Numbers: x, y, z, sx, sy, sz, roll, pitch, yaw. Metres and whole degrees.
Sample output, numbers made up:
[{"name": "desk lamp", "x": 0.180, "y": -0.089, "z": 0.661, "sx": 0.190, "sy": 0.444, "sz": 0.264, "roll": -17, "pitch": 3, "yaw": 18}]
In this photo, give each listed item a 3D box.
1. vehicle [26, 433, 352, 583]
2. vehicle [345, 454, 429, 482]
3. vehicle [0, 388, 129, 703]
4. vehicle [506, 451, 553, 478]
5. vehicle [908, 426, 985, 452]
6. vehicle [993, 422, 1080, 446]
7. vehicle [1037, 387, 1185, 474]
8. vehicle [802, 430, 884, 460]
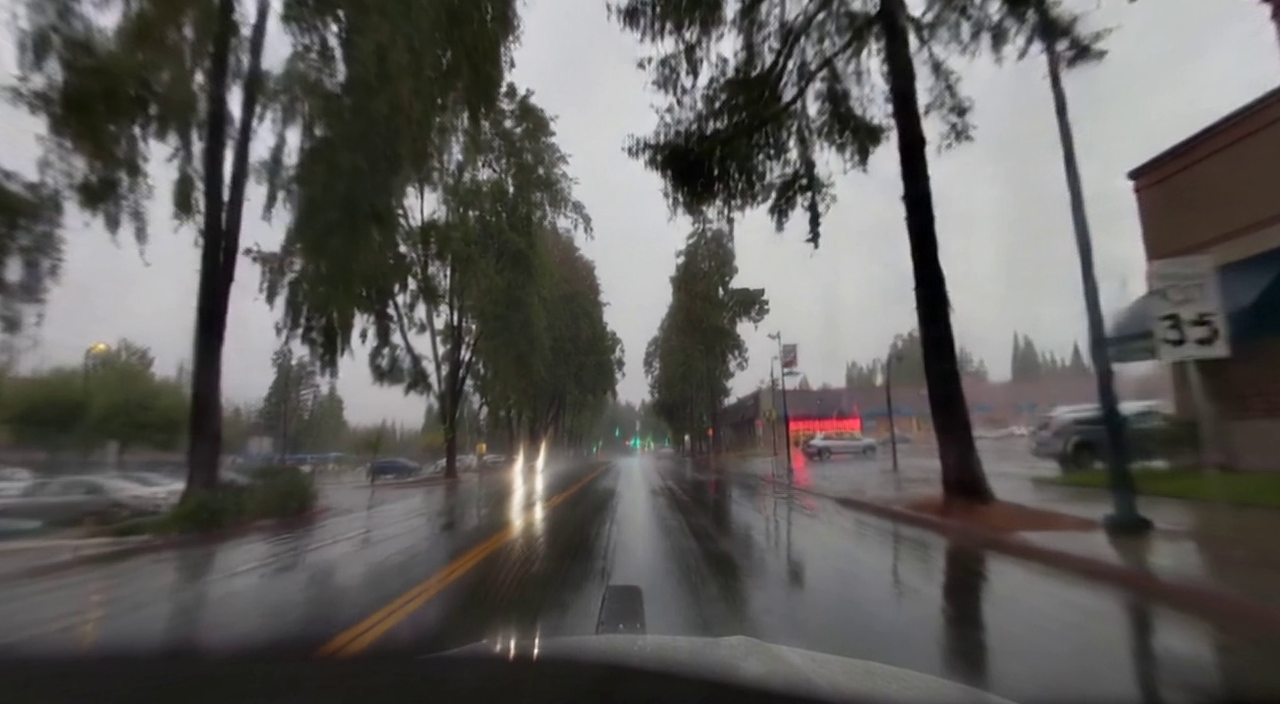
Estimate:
[{"name": "vehicle", "x": -6.955, "y": 2.388, "z": 10.631, "sx": 2.027, "sy": 1.909, "sz": 4.696, "roll": 0, "pitch": -9, "yaw": -1}, {"name": "vehicle", "x": -16.554, "y": 7.614, "z": 41.520, "sx": 4.650, "sy": 1.700, "sz": 1.915, "roll": 0, "pitch": -9, "yaw": -1}, {"name": "vehicle", "x": -4.069, "y": 0.811, "z": 1.306, "sx": 2.103, "sy": 1.750, "sz": 4.660, "roll": 0, "pitch": -9, "yaw": 0}, {"name": "vehicle", "x": -6.649, "y": 6.789, "z": 38.383, "sx": 1.962, "sy": 1.478, "sz": 4.639, "roll": -1, "pitch": -9, "yaw": 1}, {"name": "vehicle", "x": 21.795, "y": 6.219, "z": 45.060, "sx": 4.442, "sy": 1.451, "sz": 1.945, "roll": -12, "pitch": -12, "yaw": 42}, {"name": "vehicle", "x": 25.888, "y": 5.420, "z": 41.310, "sx": 4.413, "sy": 1.435, "sz": 1.765, "roll": -9, "pitch": -12, "yaw": 44}, {"name": "vehicle", "x": 11.378, "y": 1.922, "z": 15.089, "sx": 2.124, "sy": 1.711, "sz": 5.059, "roll": -8, "pitch": -12, "yaw": 42}, {"name": "vehicle", "x": 11.028, "y": 5.028, "z": 34.182, "sx": 4.587, "sy": 1.504, "sz": 1.928, "roll": 6, "pitch": -11, "yaw": -39}]
